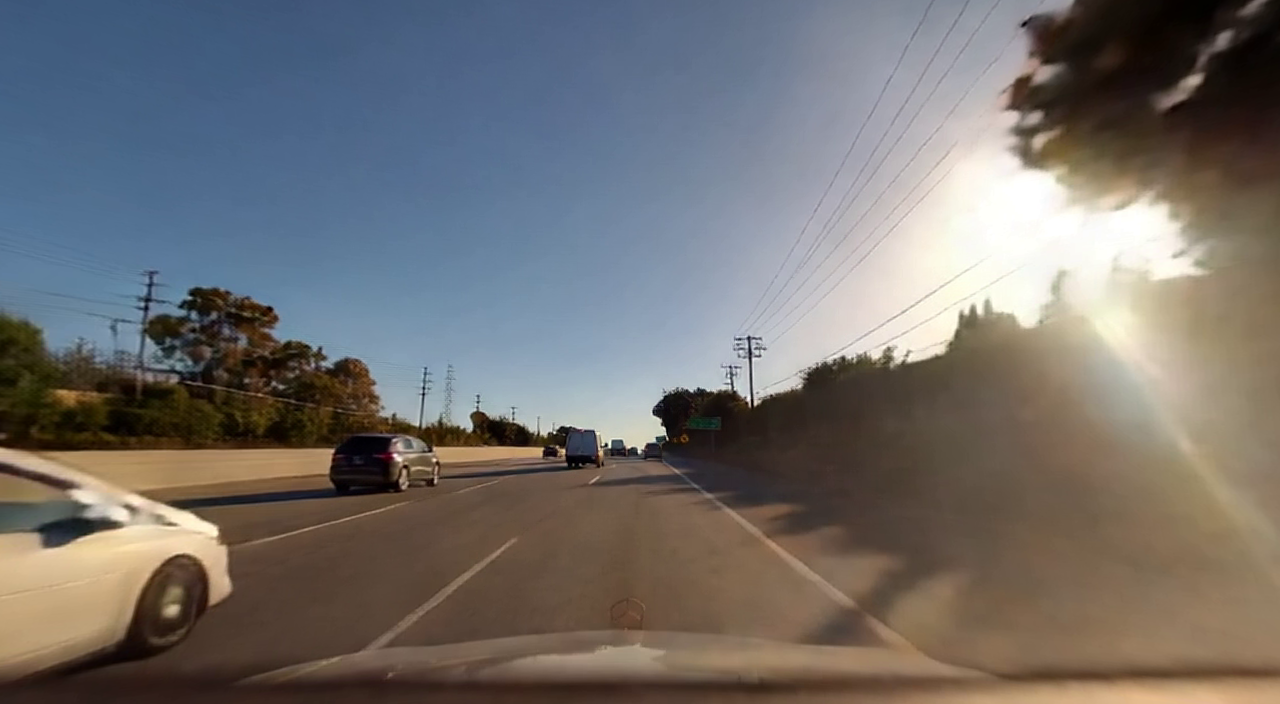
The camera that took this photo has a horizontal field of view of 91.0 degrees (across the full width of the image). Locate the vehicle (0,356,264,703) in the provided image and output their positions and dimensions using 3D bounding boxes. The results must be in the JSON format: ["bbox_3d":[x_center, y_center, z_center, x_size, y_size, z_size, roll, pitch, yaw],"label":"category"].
[{"bbox_3d":[-3.858,0.843,2.614,1.976,1.688,4.124,0,-9,0],"label":"vehicle"}]

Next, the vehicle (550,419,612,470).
[{"bbox_3d":[-3.553,5.970,40.481,2.915,2.885,9.394,0,-9,1],"label":"vehicle"}]

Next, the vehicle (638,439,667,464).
[{"bbox_3d":[0.962,7.304,46.228,2.038,1.677,4.219,0,-9,2],"label":"vehicle"}]

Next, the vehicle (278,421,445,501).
[{"bbox_3d":[-7.427,2.993,17.610,2.192,1.893,5.330,0,-9,0],"label":"vehicle"}]
